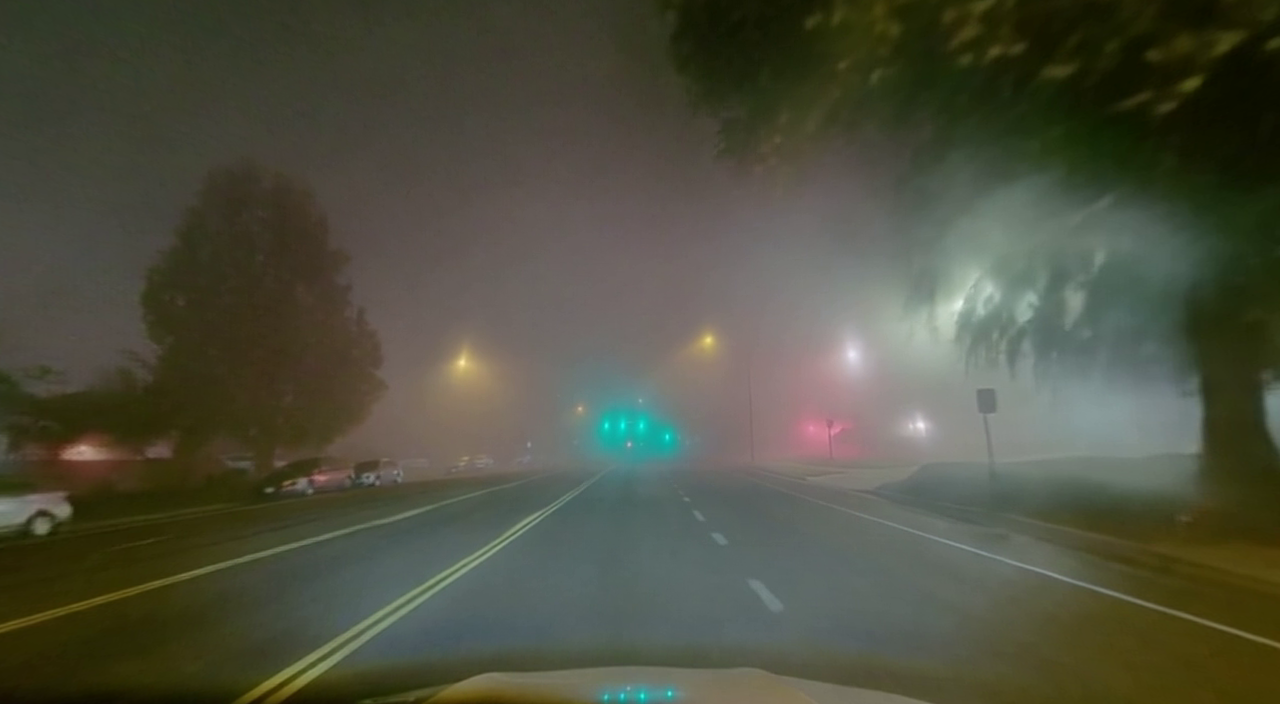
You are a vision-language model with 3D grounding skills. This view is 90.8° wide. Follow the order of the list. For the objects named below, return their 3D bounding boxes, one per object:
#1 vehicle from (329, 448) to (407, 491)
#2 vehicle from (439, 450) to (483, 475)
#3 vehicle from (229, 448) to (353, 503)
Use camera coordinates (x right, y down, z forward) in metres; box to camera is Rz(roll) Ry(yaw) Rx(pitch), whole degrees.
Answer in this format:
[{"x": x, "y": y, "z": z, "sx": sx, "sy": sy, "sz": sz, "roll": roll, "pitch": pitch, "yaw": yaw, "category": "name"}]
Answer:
[{"x": -12.608, "y": 5.431, "z": 29.554, "sx": 1.882, "sy": 1.727, "sz": 3.945, "roll": -3, "pitch": -8, "yaw": 1, "category": "vehicle"}, {"x": -12.611, "y": 7.788, "z": 44.708, "sx": 1.828, "sy": 1.510, "sz": 4.149, "roll": -4, "pitch": -8, "yaw": 0, "category": "vehicle"}, {"x": -12.879, "y": 4.537, "z": 23.788, "sx": 1.882, "sy": 1.775, "sz": 4.904, "roll": 0, "pitch": -8, "yaw": 0, "category": "vehicle"}]
